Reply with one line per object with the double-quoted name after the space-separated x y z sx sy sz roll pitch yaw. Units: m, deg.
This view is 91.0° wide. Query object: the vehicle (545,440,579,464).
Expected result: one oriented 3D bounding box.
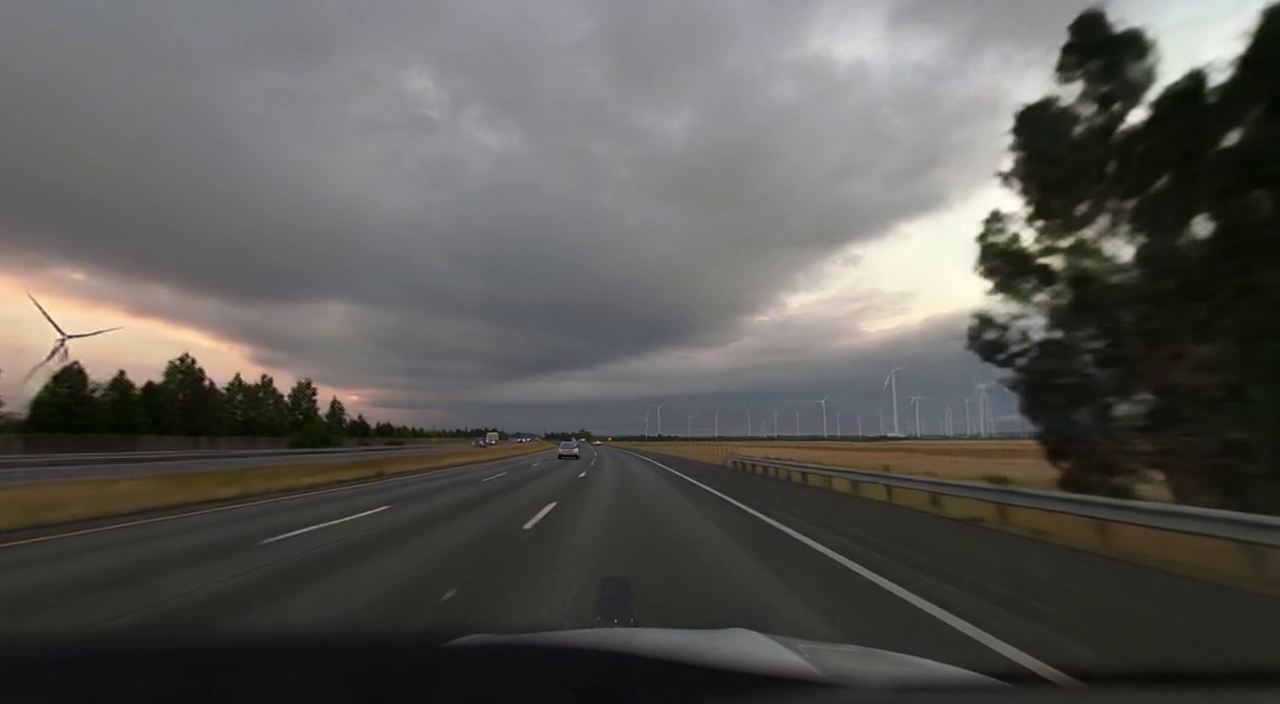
-5.305 6.873 43.373 2.053 1.549 4.097 0 -8 -3 "vehicle"
